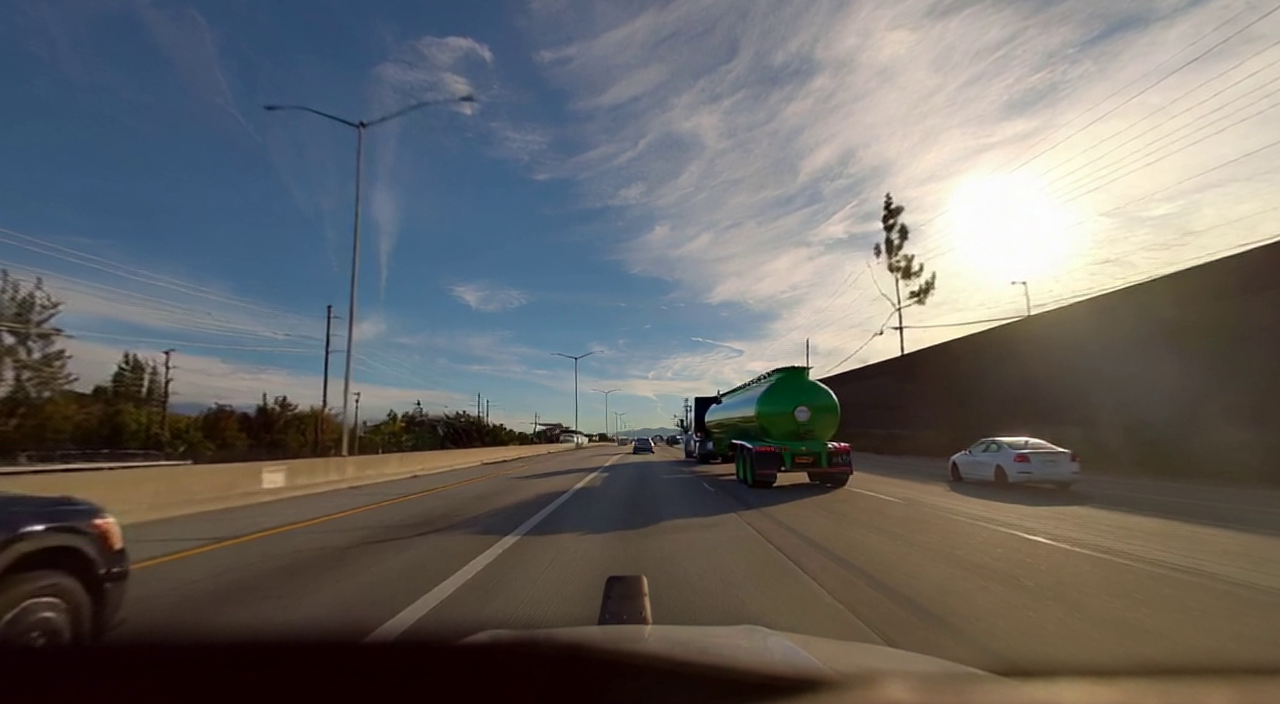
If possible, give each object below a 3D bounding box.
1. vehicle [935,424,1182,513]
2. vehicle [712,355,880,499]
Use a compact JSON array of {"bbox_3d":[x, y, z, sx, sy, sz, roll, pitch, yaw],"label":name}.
[{"bbox_3d":[8.174,2.309,13.006,1.905,1.480,4.624,0,-8,0],"label":"vehicle"},{"bbox_3d":[3.921,2.242,18.122,2.791,3.179,8.074,0,-8,1],"label":"vehicle"}]
